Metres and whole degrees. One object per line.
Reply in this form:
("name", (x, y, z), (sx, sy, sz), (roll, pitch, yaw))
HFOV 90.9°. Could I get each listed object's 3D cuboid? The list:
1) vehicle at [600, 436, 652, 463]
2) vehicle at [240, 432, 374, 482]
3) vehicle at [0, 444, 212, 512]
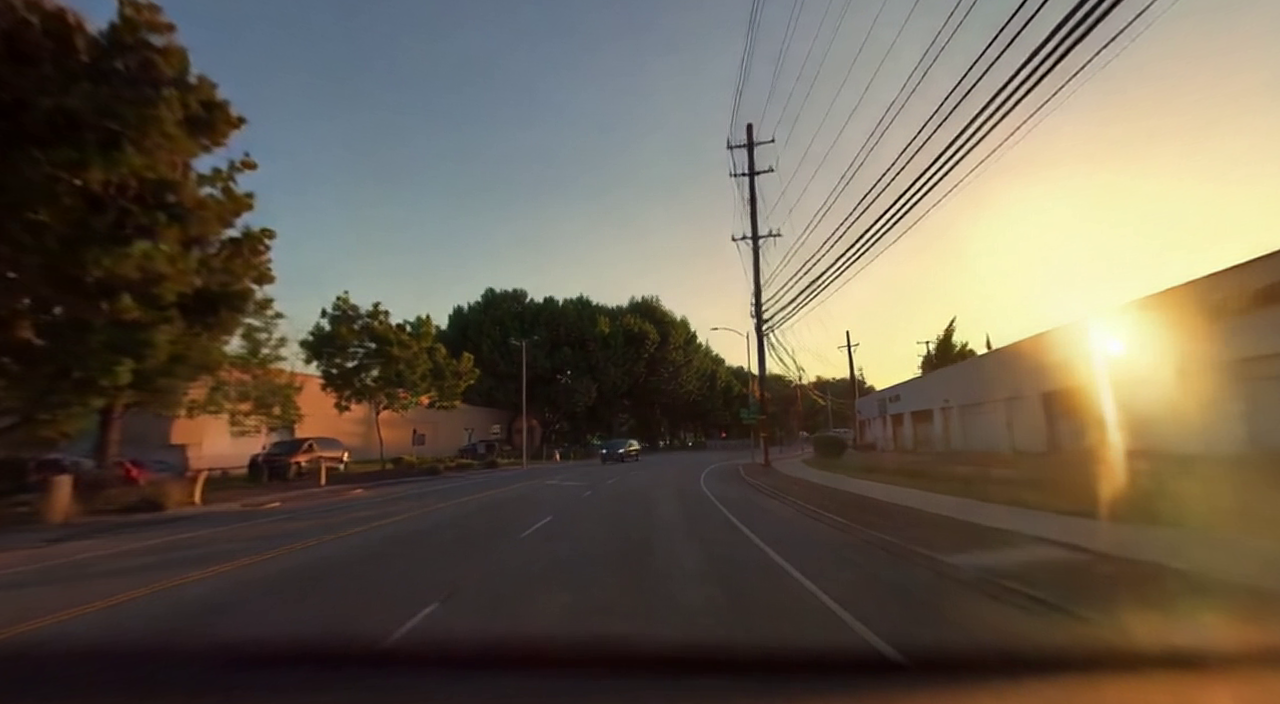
("vehicle", (-1.015, 7.603, 49.156), (2.490, 1.961, 5.553), (-2, -9, 16))
("vehicle", (-15.864, 5.126, 30.684), (2.502, 2.113, 6.488), (-1, -10, 5))
("vehicle", (-14.467, 3.347, 17.357), (2.070, 1.577, 4.652), (0, -8, 0))
